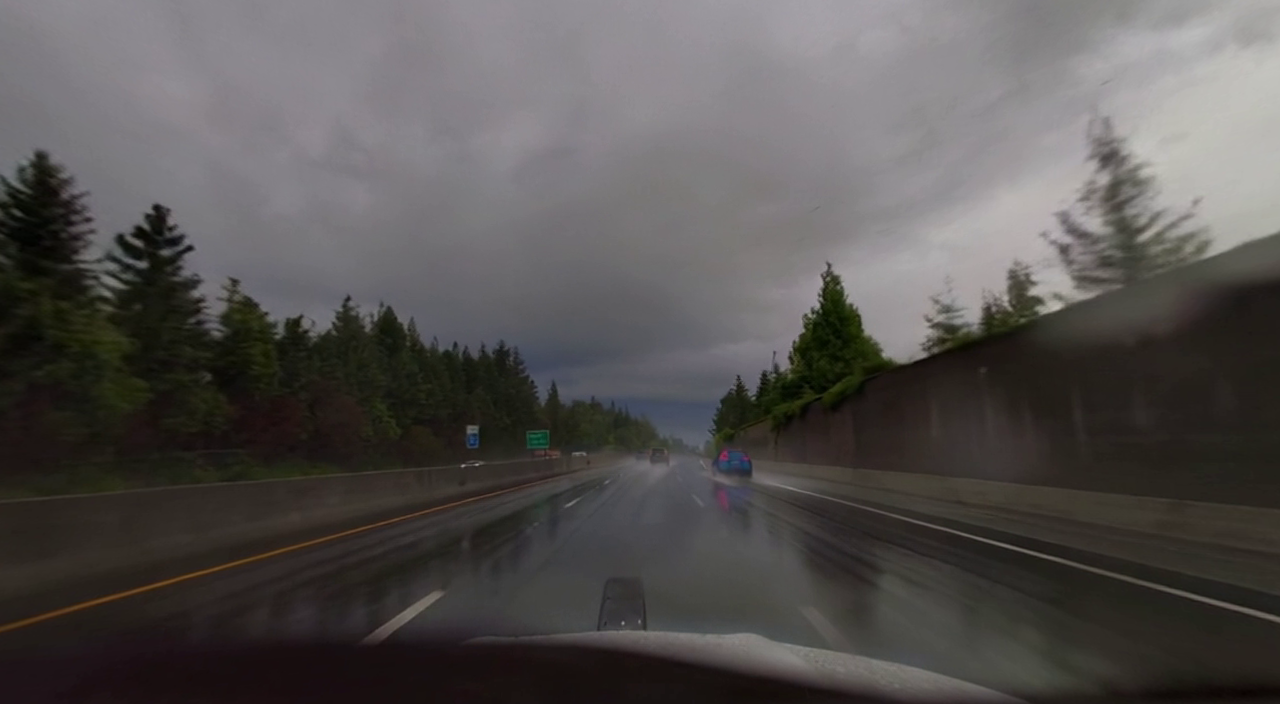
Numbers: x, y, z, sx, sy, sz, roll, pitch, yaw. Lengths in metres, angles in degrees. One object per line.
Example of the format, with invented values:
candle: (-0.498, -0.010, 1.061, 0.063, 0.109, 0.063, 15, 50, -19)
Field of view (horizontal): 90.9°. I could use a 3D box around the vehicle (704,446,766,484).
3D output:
vehicle: (4.181, 5.072, 28.435, 2.175, 1.574, 3.943, 0, -9, 0)
